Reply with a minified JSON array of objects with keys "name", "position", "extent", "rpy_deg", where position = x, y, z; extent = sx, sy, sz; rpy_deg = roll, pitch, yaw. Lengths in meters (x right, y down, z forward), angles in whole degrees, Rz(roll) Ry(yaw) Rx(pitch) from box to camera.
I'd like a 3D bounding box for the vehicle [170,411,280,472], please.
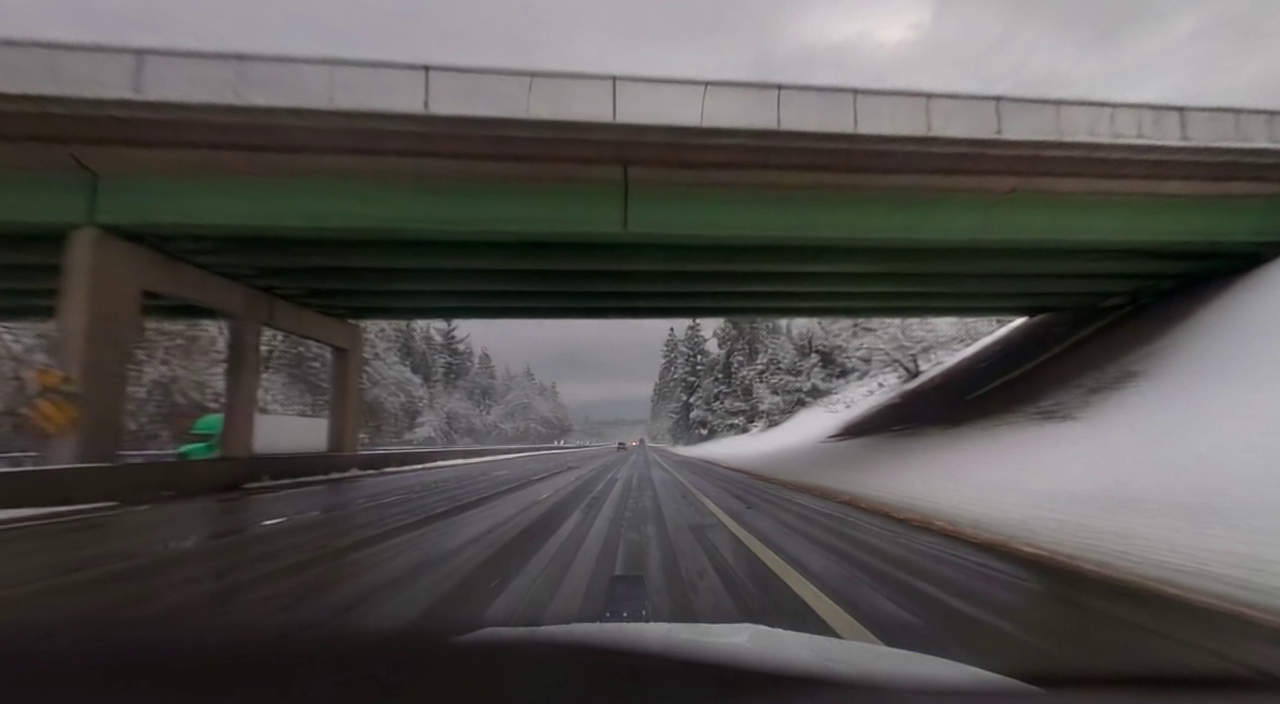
[{"name":"vehicle","position":[-26.411,5.731,40.351],"extent":[2.897,3.531,5.935],"rpy_deg":[1,-8,-1]}]
